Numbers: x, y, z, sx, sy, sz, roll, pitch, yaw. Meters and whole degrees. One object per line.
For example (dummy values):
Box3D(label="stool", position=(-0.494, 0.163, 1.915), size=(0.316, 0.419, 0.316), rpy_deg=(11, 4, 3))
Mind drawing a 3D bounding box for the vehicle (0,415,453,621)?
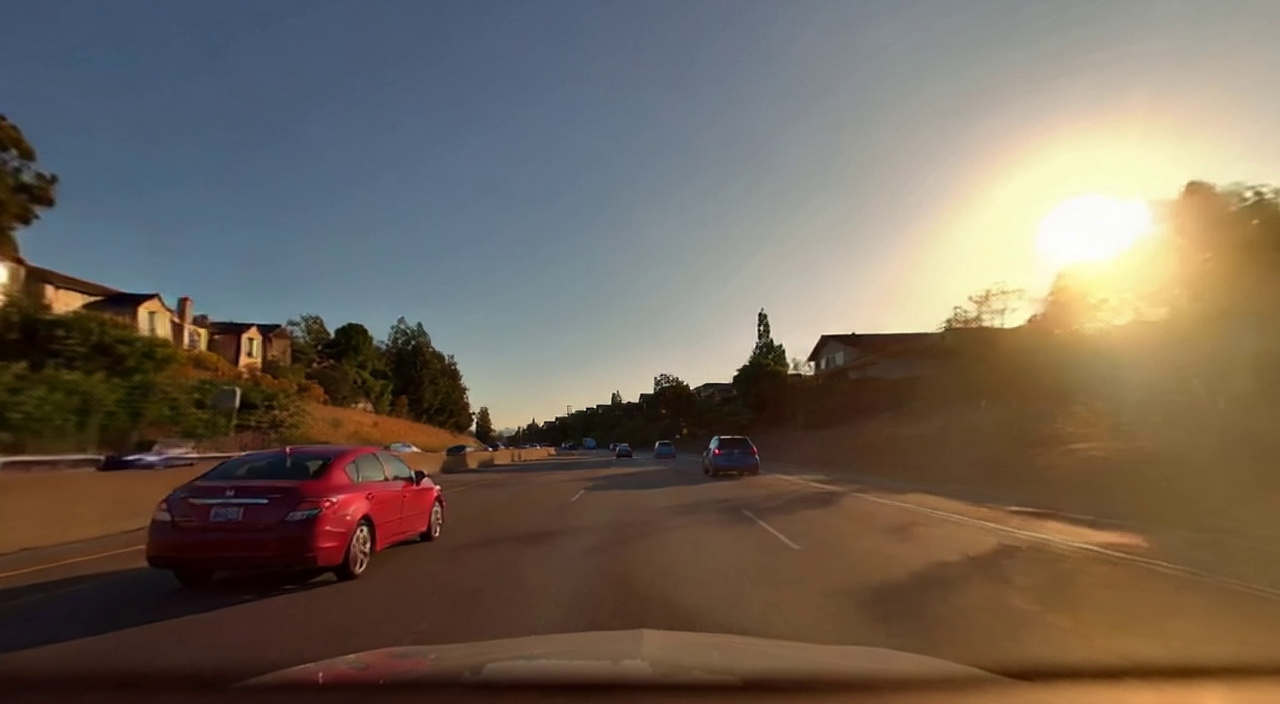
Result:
Box3D(label="vehicle", position=(-3.775, 1.577, 7.001), size=(2.036, 1.528, 4.400), rpy_deg=(0, -8, 0))

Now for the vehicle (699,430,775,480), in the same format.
Box3D(label="vehicle", position=(3.539, 3.844, 23.791), size=(2.092, 1.686, 4.188), rpy_deg=(0, -8, -2))
